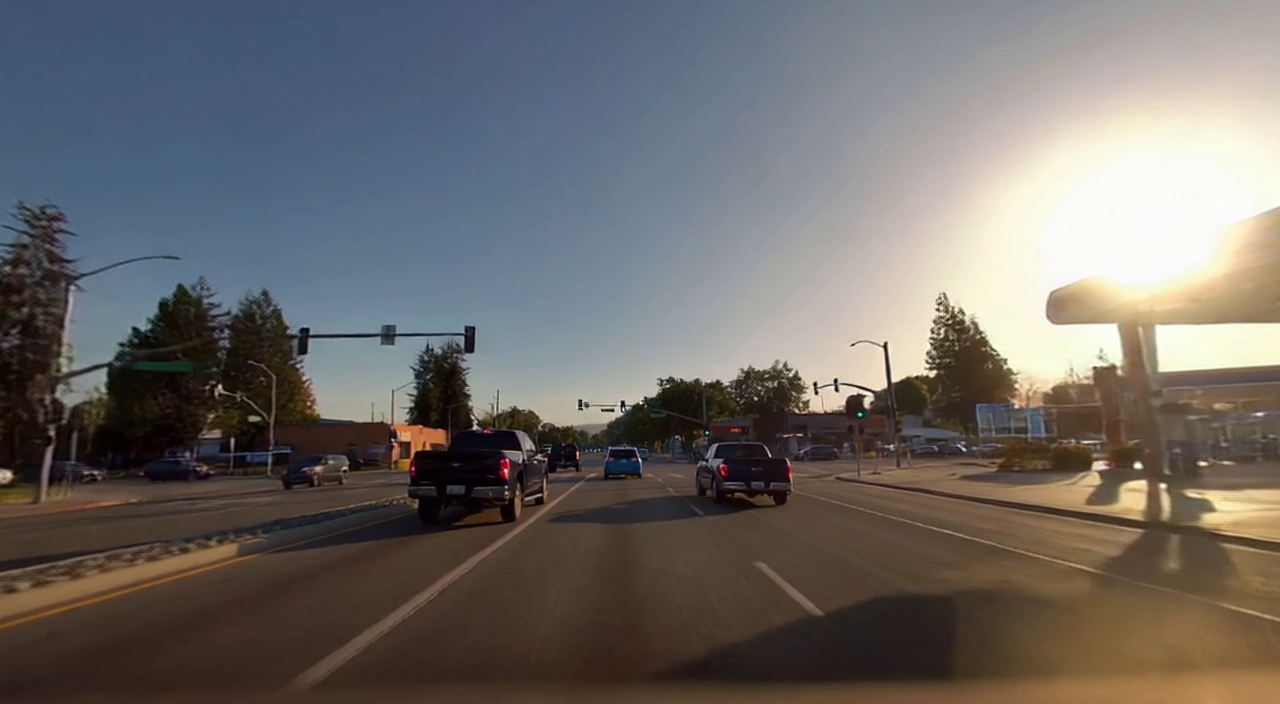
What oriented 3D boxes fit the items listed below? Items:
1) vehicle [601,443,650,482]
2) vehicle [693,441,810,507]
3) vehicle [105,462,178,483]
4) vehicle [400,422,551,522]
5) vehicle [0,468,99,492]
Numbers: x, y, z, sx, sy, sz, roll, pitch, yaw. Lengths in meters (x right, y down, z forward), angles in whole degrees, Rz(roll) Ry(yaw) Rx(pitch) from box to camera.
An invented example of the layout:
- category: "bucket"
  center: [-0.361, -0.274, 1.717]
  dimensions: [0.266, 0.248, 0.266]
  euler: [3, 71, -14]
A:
- category: "vehicle"
  center: [-0.691, 4.840, 28.014]
  dimensions: [2.029, 1.605, 3.827]
  euler: [0, -9, -3]
- category: "vehicle"
  center: [2.747, 3.128, 16.712]
  dimensions: [2.061, 1.487, 4.462]
  euler: [0, -9, -3]
- category: "vehicle"
  center: [-38.113, 9.224, 48.373]
  dimensions: [3.849, 1.510, 1.865]
  euler: [1, -9, -10]
- category: "vehicle"
  center: [-3.563, 2.730, 15.046]
  dimensions: [2.195, 1.905, 5.634]
  euler: [0, -9, -1]
- category: "vehicle"
  center: [-38.581, 8.305, 41.244]
  dimensions: [4.460, 1.411, 1.879]
  euler: [2, -9, -10]
